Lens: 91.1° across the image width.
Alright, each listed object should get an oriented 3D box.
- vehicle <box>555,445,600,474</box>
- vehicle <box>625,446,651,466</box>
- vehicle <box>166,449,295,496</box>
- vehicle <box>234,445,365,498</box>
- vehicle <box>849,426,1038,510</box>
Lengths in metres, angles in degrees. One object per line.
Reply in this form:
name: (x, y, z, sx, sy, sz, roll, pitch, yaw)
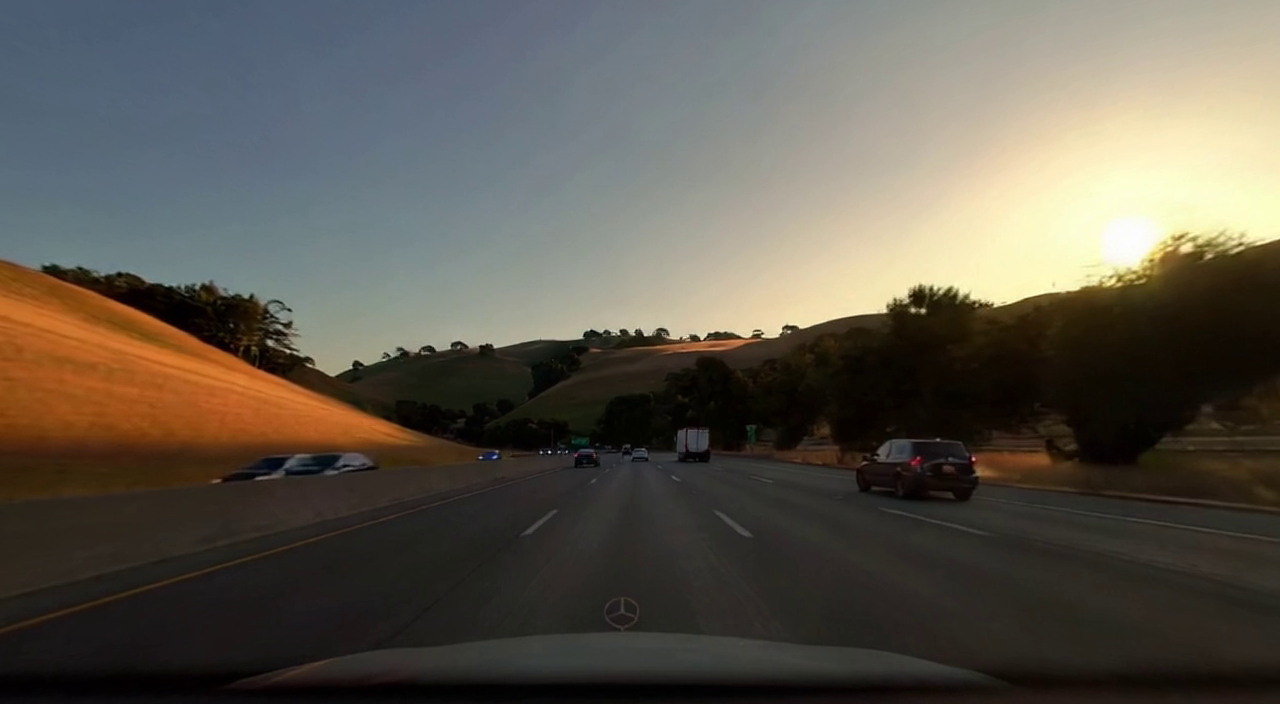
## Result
vehicle: (-3.530, 6.180, 36.226, 2.160, 1.530, 4.500, 0, -9, 0)
vehicle: (-0.172, 8.192, 49.561, 1.922, 1.497, 3.949, 0, -9, 0)
vehicle: (-14.428, 4.234, 22.471, 1.901, 1.479, 4.043, 0, -9, -1)
vehicle: (-10.870, 3.808, 20.493, 1.886, 1.522, 4.284, 0, -9, 0)
vehicle: (6.840, 2.679, 14.948, 2.069, 1.625, 4.832, 0, -9, 0)
